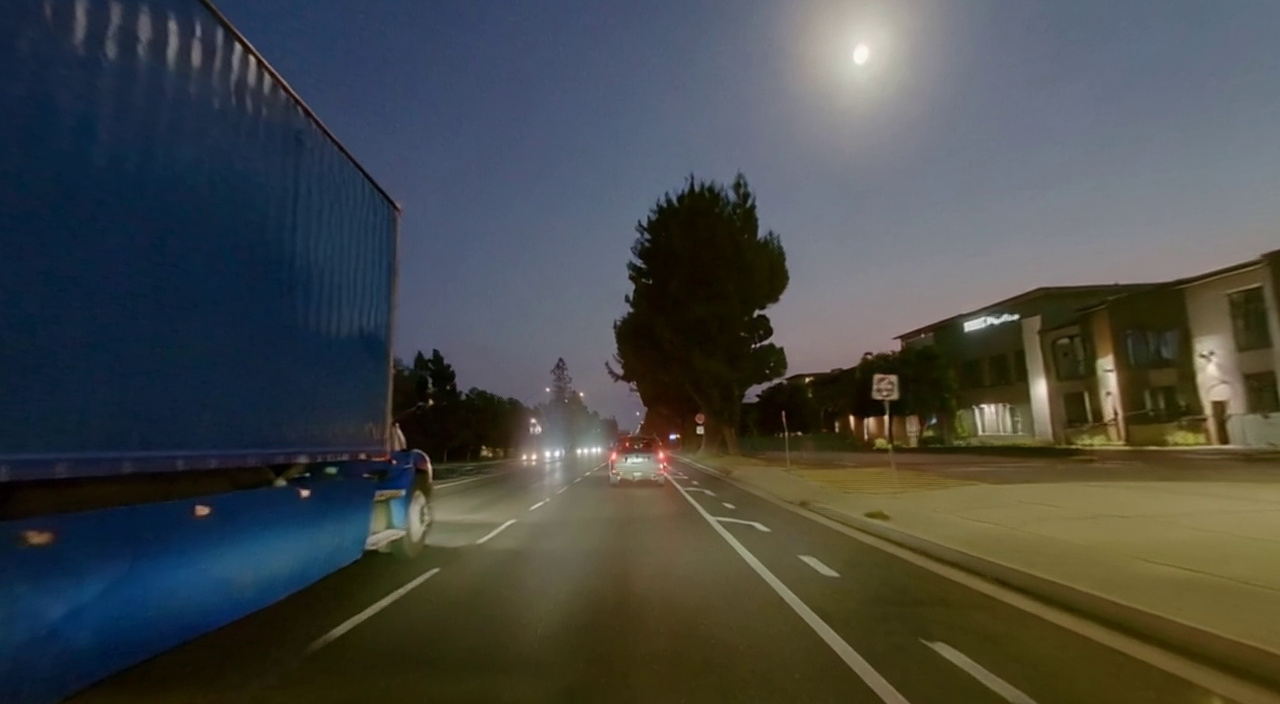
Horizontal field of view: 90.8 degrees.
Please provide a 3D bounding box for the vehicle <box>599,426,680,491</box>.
[{"bbox_3d":[-0.043,3.060,18.467,2.094,1.682,3.866,0,-8,-1],"label":"vehicle"}]

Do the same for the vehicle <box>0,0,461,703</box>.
[{"bbox_3d":[-3.837,-0.263,2.865,2.996,3.902,10.410,0,-8,0],"label":"vehicle"}]
